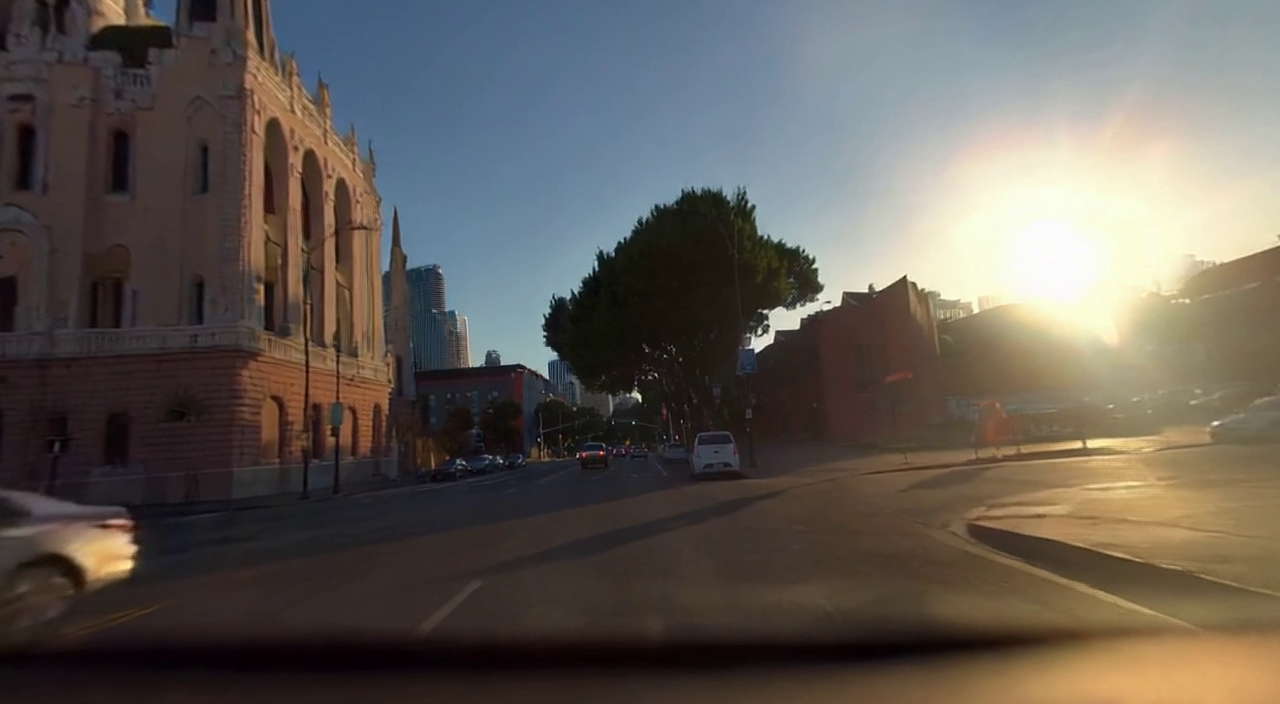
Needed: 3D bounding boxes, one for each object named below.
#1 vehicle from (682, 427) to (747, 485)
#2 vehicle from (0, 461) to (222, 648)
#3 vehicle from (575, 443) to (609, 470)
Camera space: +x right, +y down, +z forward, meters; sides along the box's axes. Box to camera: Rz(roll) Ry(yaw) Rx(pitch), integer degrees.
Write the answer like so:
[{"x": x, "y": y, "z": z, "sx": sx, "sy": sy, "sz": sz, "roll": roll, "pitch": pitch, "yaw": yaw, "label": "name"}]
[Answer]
[{"x": 2.796, "y": 4.067, "z": 24.961, "sx": 2.074, "sy": 2.041, "sz": 5.045, "roll": -1, "pitch": -9, "yaw": 1, "label": "vehicle"}, {"x": -6.328, "y": 1.677, "z": 5.092, "sx": 1.881, "sy": 1.476, "sz": 4.620, "roll": -4, "pitch": -9, "yaw": 20, "label": "vehicle"}, {"x": -3.668, "y": 8.057, "z": 48.994, "sx": 2.293, "sy": 1.936, "sz": 4.737, "roll": 0, "pitch": -9, "yaw": -1, "label": "vehicle"}]
